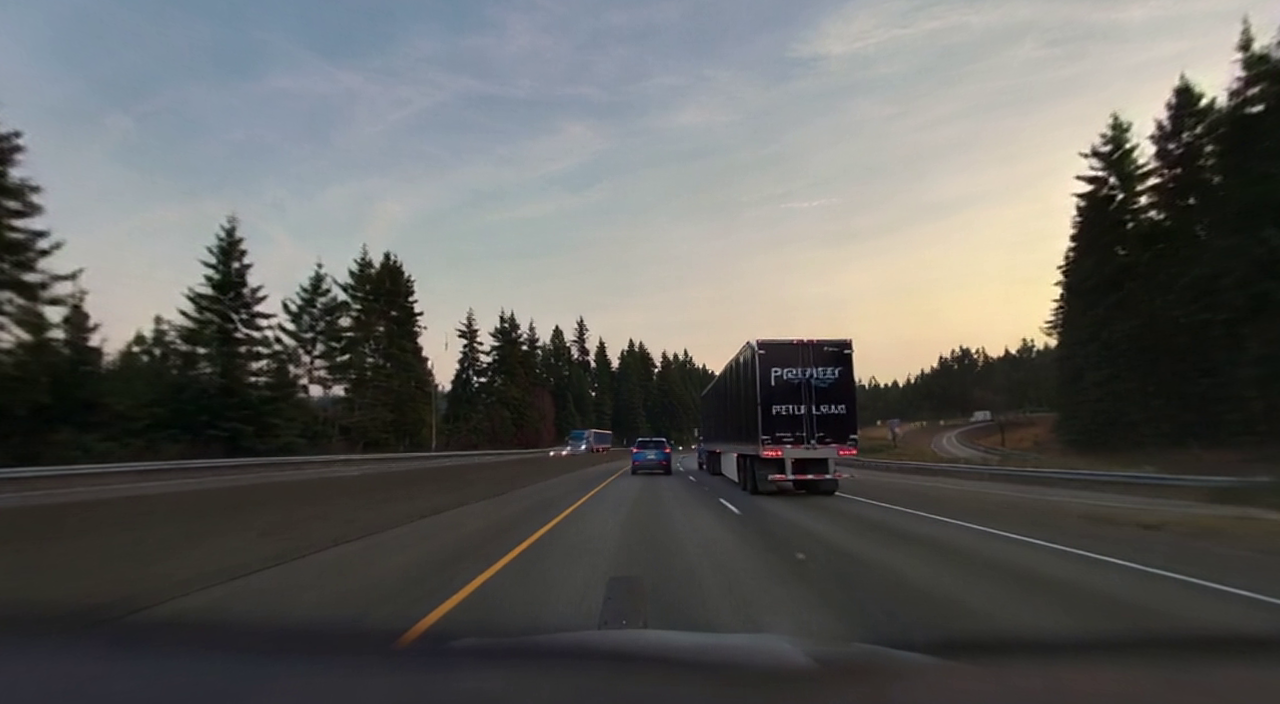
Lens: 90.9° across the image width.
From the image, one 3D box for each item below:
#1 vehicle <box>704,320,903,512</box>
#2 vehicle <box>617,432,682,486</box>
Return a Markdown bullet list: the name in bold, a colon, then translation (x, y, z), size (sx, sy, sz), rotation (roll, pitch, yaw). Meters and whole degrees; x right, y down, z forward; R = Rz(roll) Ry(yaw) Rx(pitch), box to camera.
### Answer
- **vehicle**: translation (4.344, 2.571, 22.003), size (2.899, 4.160, 16.621), rotation (0, -8, 1)
- **vehicle**: translation (0.364, 4.021, 24.063), size (2.222, 1.848, 4.610), rotation (0, -8, 1)
